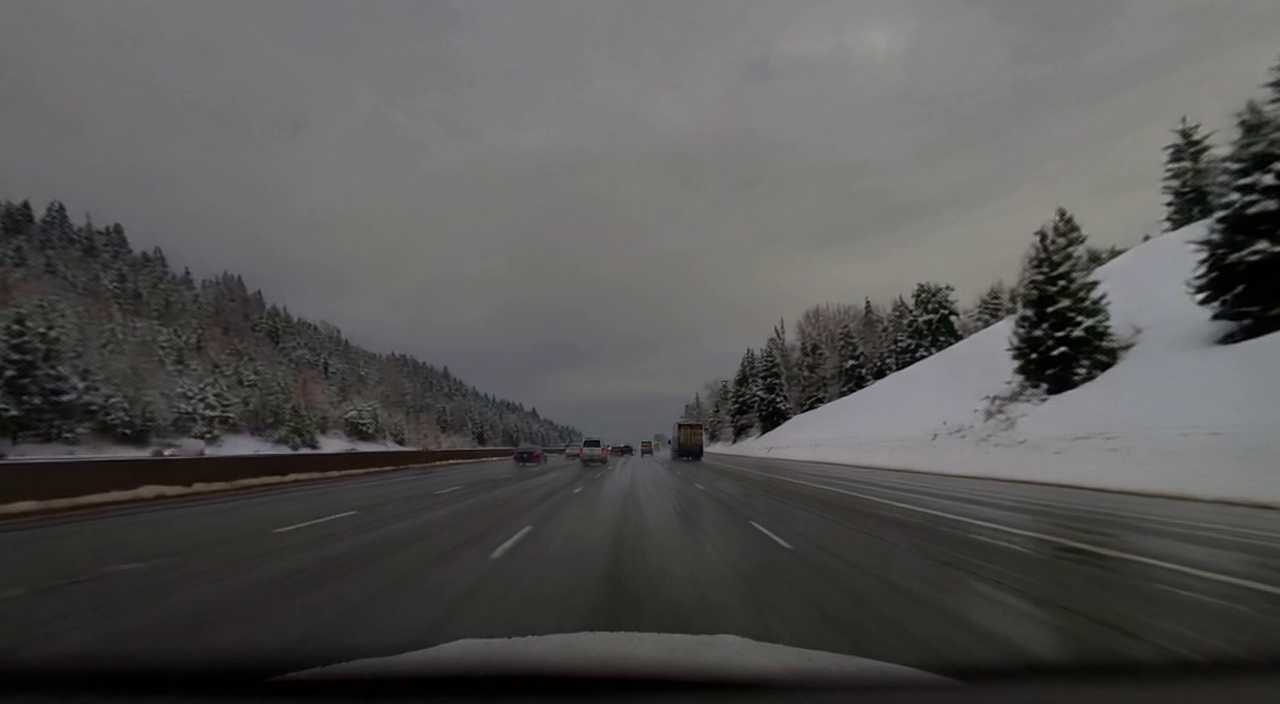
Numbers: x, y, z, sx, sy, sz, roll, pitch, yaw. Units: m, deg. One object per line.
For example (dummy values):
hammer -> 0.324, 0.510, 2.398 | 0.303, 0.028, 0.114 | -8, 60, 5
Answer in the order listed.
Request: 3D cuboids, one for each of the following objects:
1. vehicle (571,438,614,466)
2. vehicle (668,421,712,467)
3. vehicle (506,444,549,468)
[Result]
vehicle -> -3.573, 7.678, 48.754 | 2.720, 2.041, 5.432 | 0, -8, 1
vehicle -> 3.664, 6.953, 47.902 | 2.795, 3.187, 7.205 | 0, -8, 0
vehicle -> -7.612, 7.078, 43.088 | 2.102, 1.522, 4.394 | 0, -8, 0
